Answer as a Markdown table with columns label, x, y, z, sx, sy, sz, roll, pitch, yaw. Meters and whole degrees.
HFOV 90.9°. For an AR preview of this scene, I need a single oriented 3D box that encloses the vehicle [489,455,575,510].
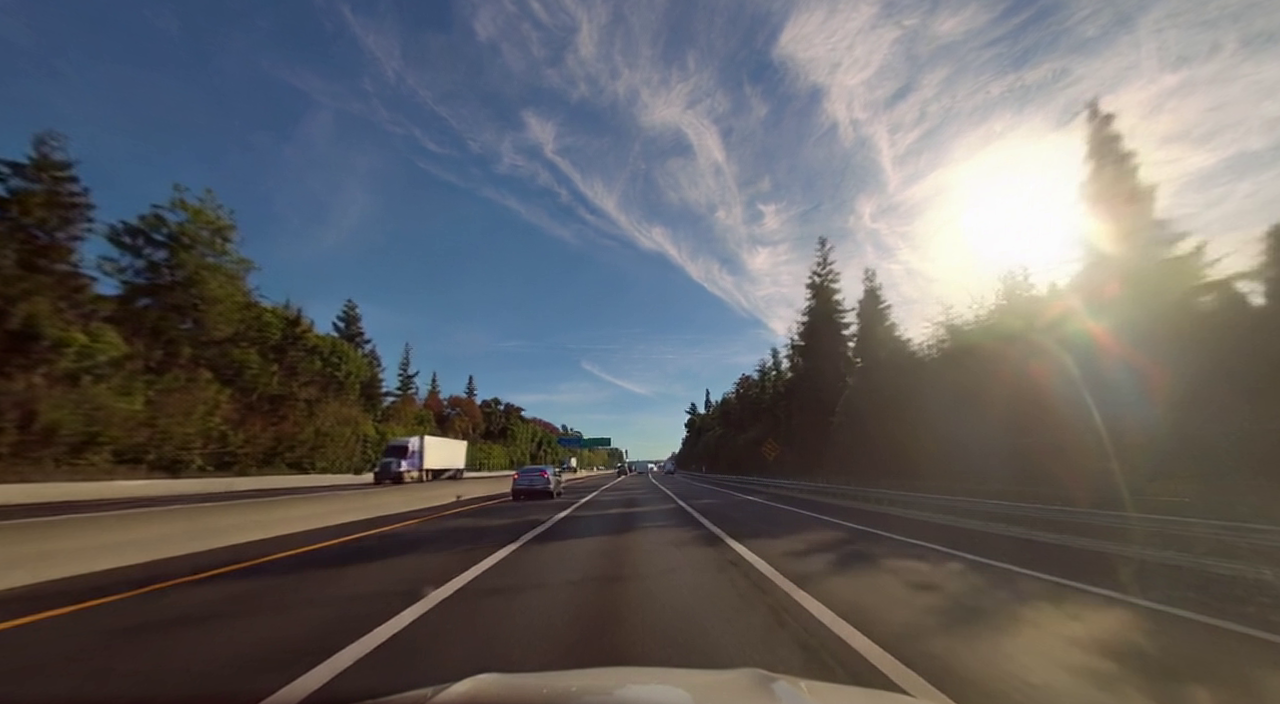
| label | x | y | z | sx | sy | sz | roll | pitch | yaw |
| --- | --- | --- | --- | --- | --- | --- | --- | --- | --- |
| vehicle | -3.628 | 4.512 | 22.116 | 2.053 | 1.657 | 4.725 | 1 | -10 | 1 |

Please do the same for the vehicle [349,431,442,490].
| label | x | y | z | sx | sy | sz | roll | pitch | yaw |
| --- | --- | --- | --- | --- | --- | --- | --- | --- | --- |
| vehicle | -17.092 | 7.746 | 44.898 | 2.944 | 3.713 | 8.529 | 1 | -10 | 1 |
